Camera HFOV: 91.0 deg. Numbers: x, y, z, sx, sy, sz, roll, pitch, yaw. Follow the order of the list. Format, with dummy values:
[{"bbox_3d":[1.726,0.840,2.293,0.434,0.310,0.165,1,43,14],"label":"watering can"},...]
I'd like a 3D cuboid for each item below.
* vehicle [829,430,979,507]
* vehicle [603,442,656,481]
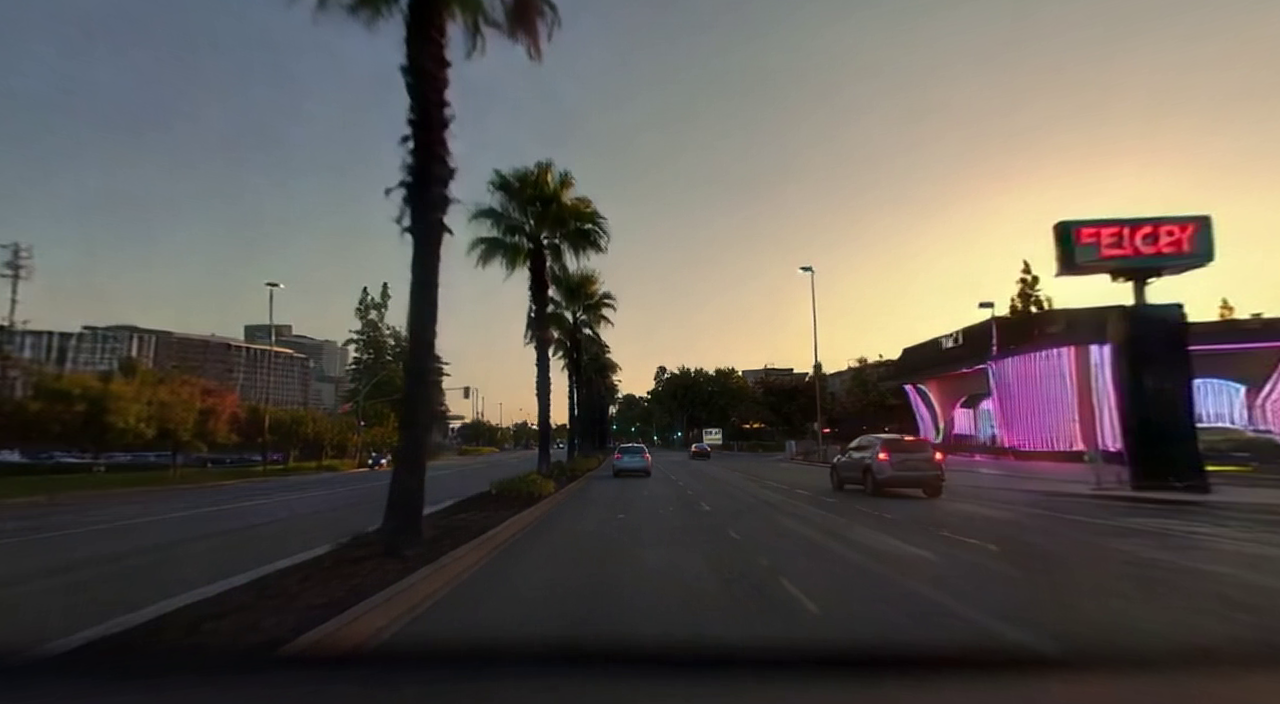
[{"bbox_3d":[6.350,2.826,15.713,1.949,1.647,3.894,0,-8,-2],"label":"vehicle"},{"bbox_3d":[-0.401,4.354,25.300,1.970,1.402,3.756,0,-8,-1],"label":"vehicle"}]
